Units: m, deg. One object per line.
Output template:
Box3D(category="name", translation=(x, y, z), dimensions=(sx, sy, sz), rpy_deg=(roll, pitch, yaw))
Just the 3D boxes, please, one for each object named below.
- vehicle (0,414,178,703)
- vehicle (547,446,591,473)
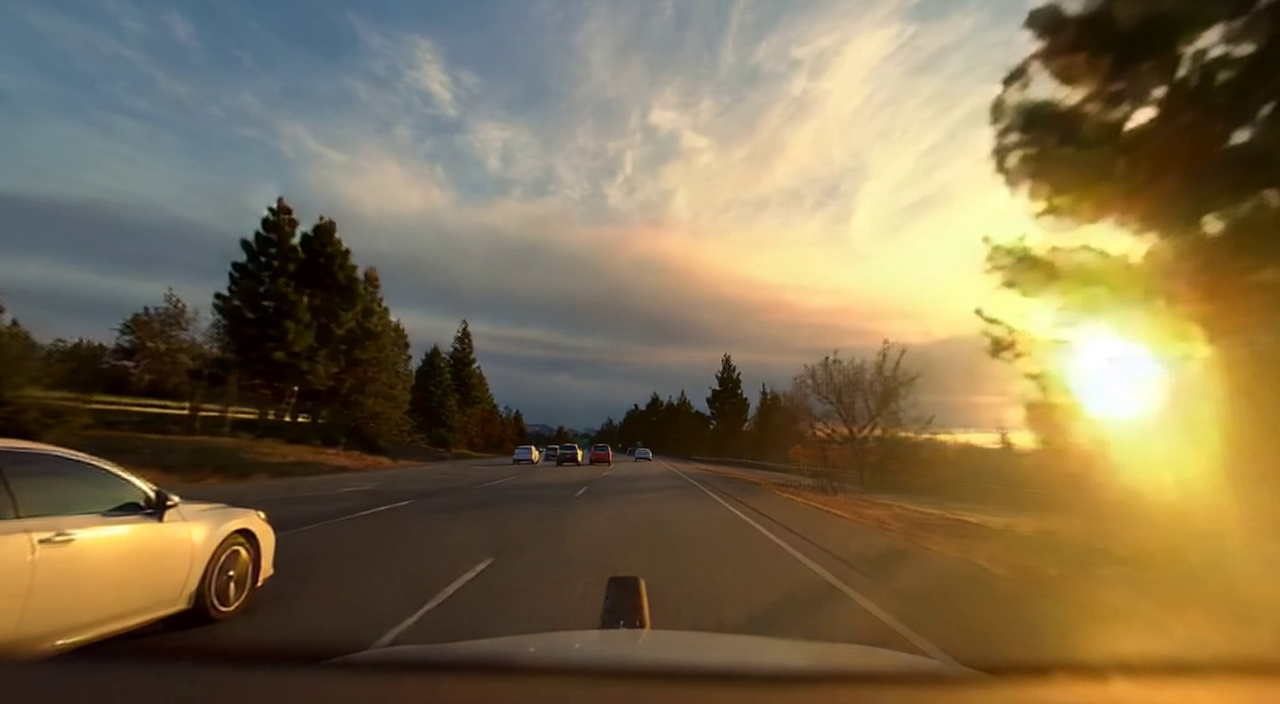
Box3D(category="vehicle", translation=(-3.804, 0.833, 1.517), dimensions=(1.965, 1.485, 4.460), rpy_deg=(0, -9, 0))
Box3D(category="vehicle", translation=(-4.140, 6.317, 37.259), dimensions=(2.120, 1.458, 4.031), rpy_deg=(0, -9, 1))
